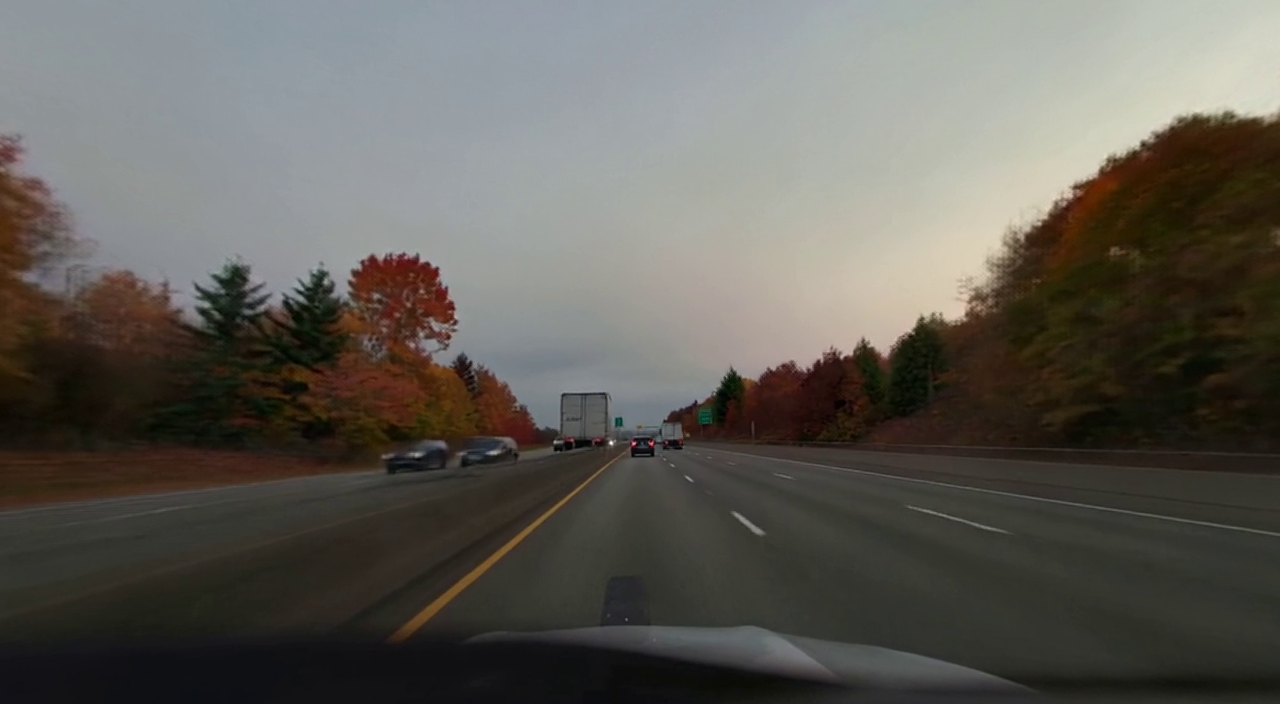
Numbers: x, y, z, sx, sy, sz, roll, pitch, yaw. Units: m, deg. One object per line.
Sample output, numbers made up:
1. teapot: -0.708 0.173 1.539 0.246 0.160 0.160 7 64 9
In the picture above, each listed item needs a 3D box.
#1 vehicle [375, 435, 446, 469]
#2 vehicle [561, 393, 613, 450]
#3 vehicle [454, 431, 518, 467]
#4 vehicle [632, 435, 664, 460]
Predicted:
1. vehicle: -11.410 4.986 31.617 1.857 1.561 4.388 0 -8 0
2. vehicle: -3.893 5.598 49.196 3.120 3.936 11.480 0 -8 0
3. vehicle: -7.708 4.887 31.870 1.975 1.637 4.631 0 -8 1
4. vehicle: 0.498 6.067 40.098 1.924 1.498 3.817 0 -8 0
